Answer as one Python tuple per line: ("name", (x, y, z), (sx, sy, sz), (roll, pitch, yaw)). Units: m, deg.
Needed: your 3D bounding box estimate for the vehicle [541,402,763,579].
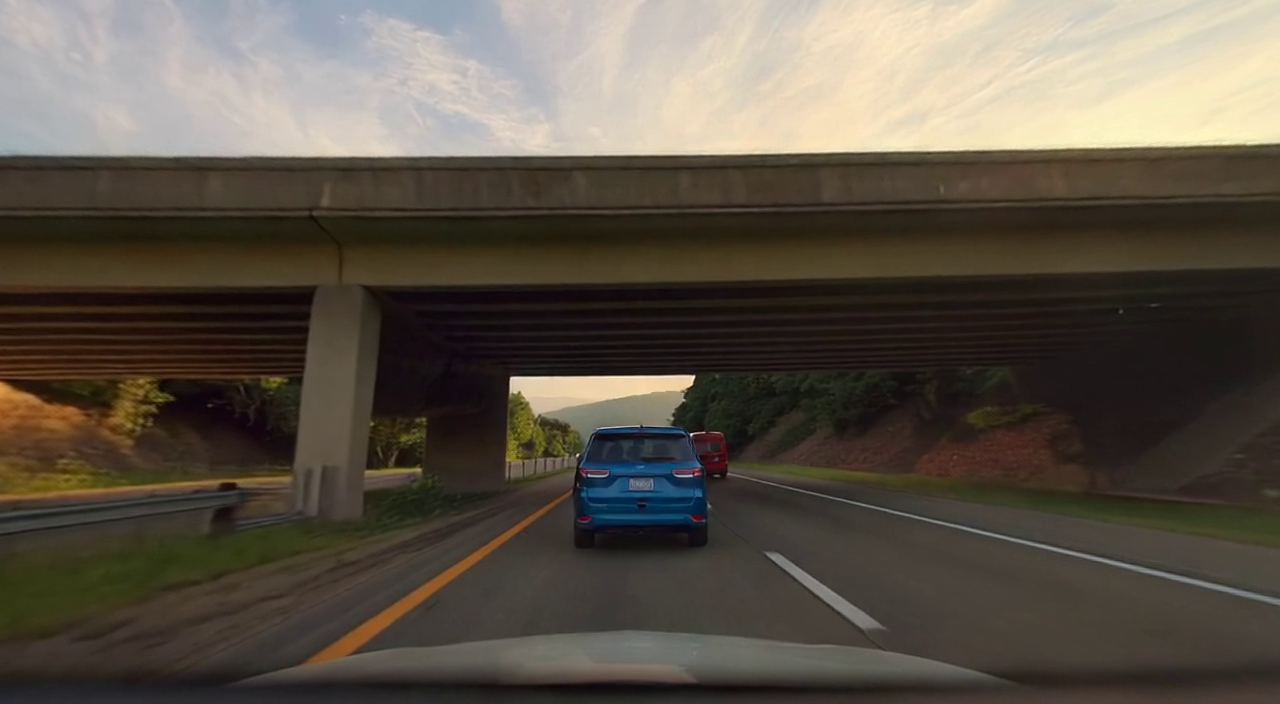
("vehicle", (0.129, 1.752, 8.629), (2.288, 1.823, 4.059), (0, -9, 0))
